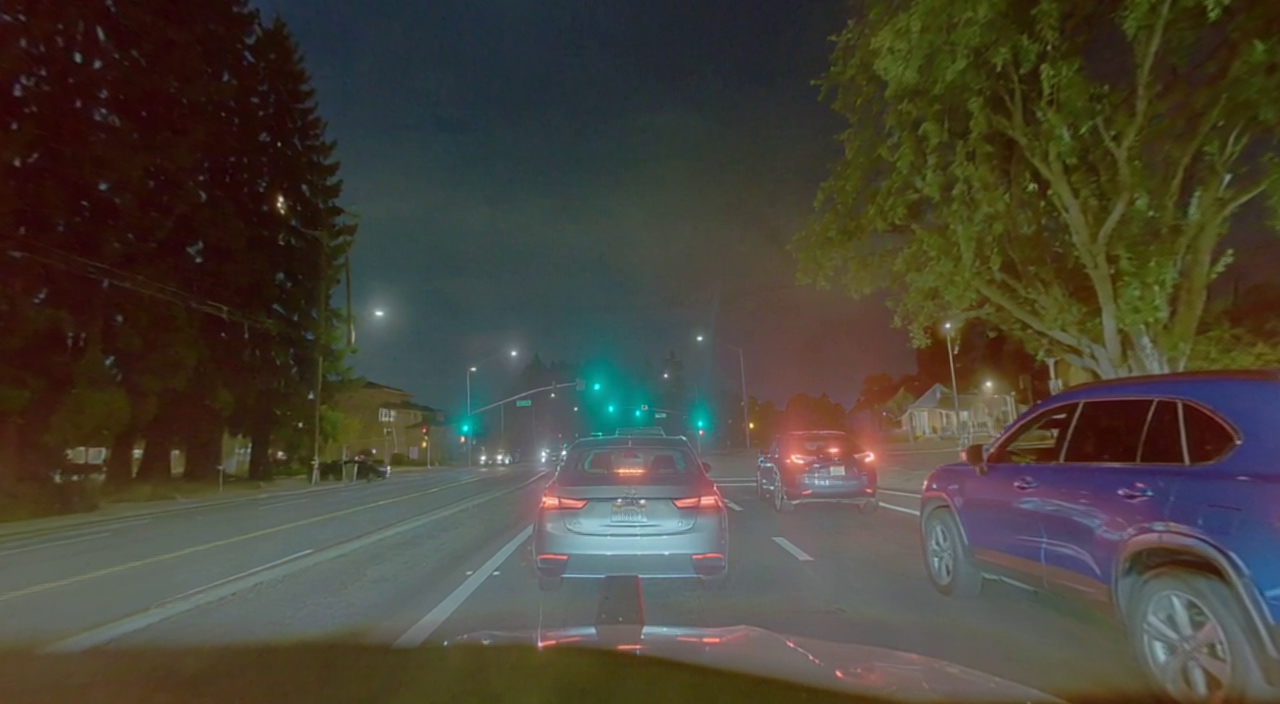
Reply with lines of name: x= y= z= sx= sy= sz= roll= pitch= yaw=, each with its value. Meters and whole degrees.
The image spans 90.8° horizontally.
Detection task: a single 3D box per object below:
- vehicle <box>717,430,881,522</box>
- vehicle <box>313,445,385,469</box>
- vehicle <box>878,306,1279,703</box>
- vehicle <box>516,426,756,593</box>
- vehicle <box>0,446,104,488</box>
vehicle: x=2.956 y=2.422 z=12.928 sx=1.971 sy=1.517 sz=4.521 roll=0 pitch=-8 yaw=-3
vehicle: x=-19.891 y=7.189 z=43.338 sx=3.957 sy=1.630 sz=1.881 roll=0 pitch=-8 yaw=0
vehicle: x=3.361 y=0.955 z=3.928 sx=2.006 sy=1.766 sz=4.345 roll=0 pitch=-8 yaw=0
vehicle: x=-0.084 y=1.742 z=7.897 sx=2.186 sy=1.500 sz=4.141 roll=0 pitch=-8 yaw=-1
vehicle: x=-22.532 y=4.210 z=23.273 sx=4.092 sy=1.438 sz=1.639 roll=-1 pitch=-8 yaw=1
